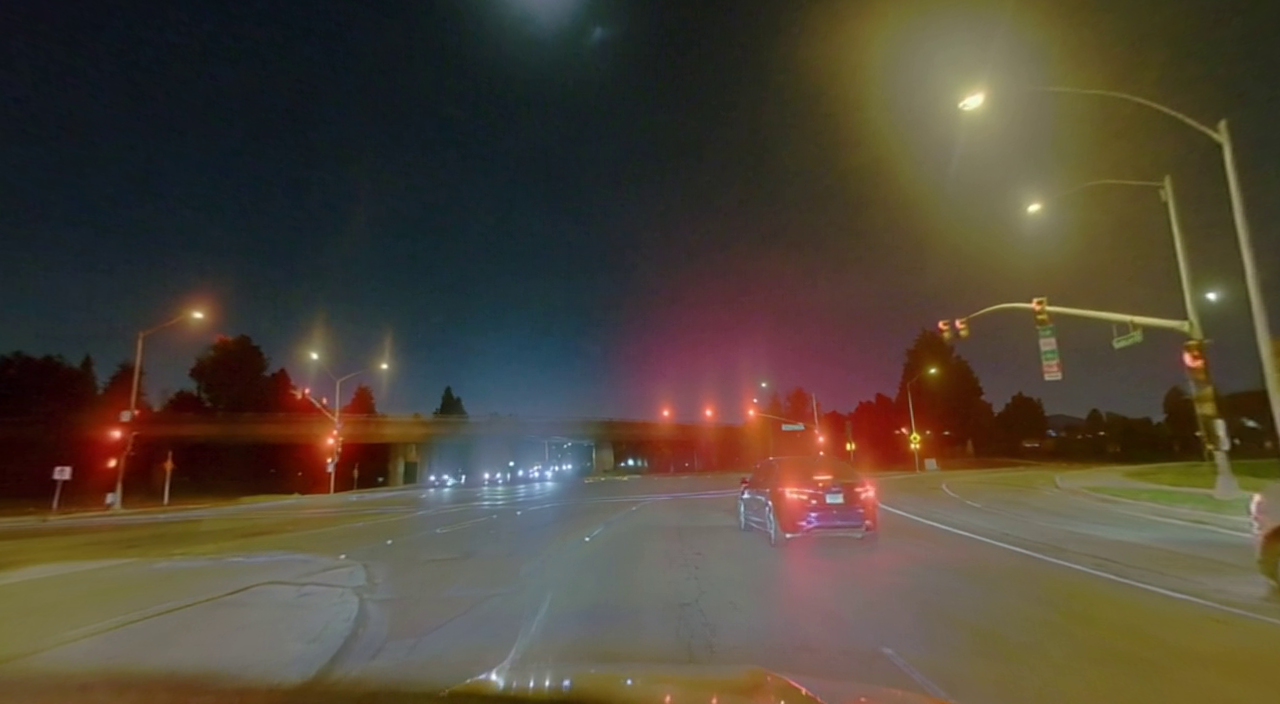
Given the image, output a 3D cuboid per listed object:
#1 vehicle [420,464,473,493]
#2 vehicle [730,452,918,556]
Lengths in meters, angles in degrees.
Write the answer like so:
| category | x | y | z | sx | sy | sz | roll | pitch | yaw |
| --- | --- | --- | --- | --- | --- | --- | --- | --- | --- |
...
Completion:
| category | x | y | z | sx | sy | sz | roll | pitch | yaw |
| --- | --- | --- | --- | --- | --- | --- | --- | --- | --- |
| vehicle | -12.924 | 8.462 | 42.552 | 2.126 | 1.506 | 5.411 | -2 | -9 | -2 |
| vehicle | 2.939 | 2.515 | 11.260 | 1.909 | 1.425 | 4.521 | 0 | -9 | -1 |
